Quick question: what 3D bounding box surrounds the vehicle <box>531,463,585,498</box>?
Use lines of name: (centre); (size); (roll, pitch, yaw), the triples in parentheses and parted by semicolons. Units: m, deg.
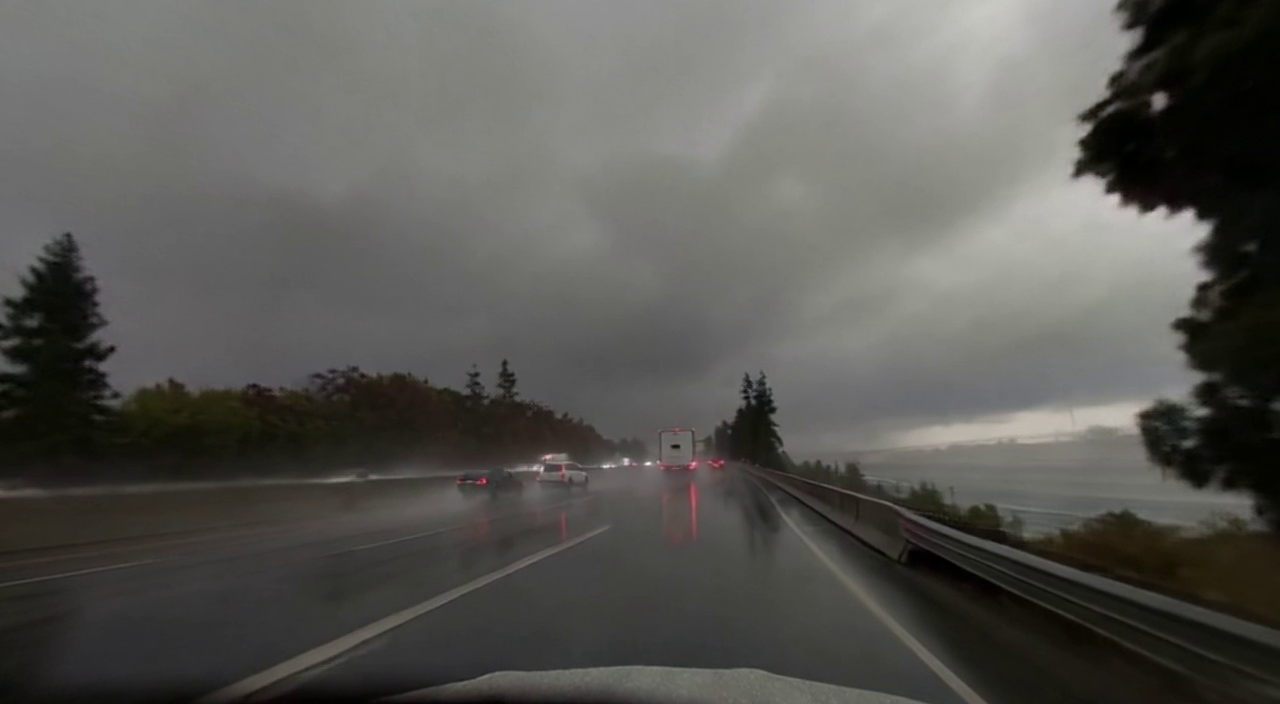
vehicle: (-3.930, 6.227, 30.686); (1.778, 1.560, 3.030); (-1, -10, 9)

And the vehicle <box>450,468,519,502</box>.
vehicle: (-7.746, 6.662, 31.866); (1.872, 1.536, 4.134); (-1, -10, 9)
